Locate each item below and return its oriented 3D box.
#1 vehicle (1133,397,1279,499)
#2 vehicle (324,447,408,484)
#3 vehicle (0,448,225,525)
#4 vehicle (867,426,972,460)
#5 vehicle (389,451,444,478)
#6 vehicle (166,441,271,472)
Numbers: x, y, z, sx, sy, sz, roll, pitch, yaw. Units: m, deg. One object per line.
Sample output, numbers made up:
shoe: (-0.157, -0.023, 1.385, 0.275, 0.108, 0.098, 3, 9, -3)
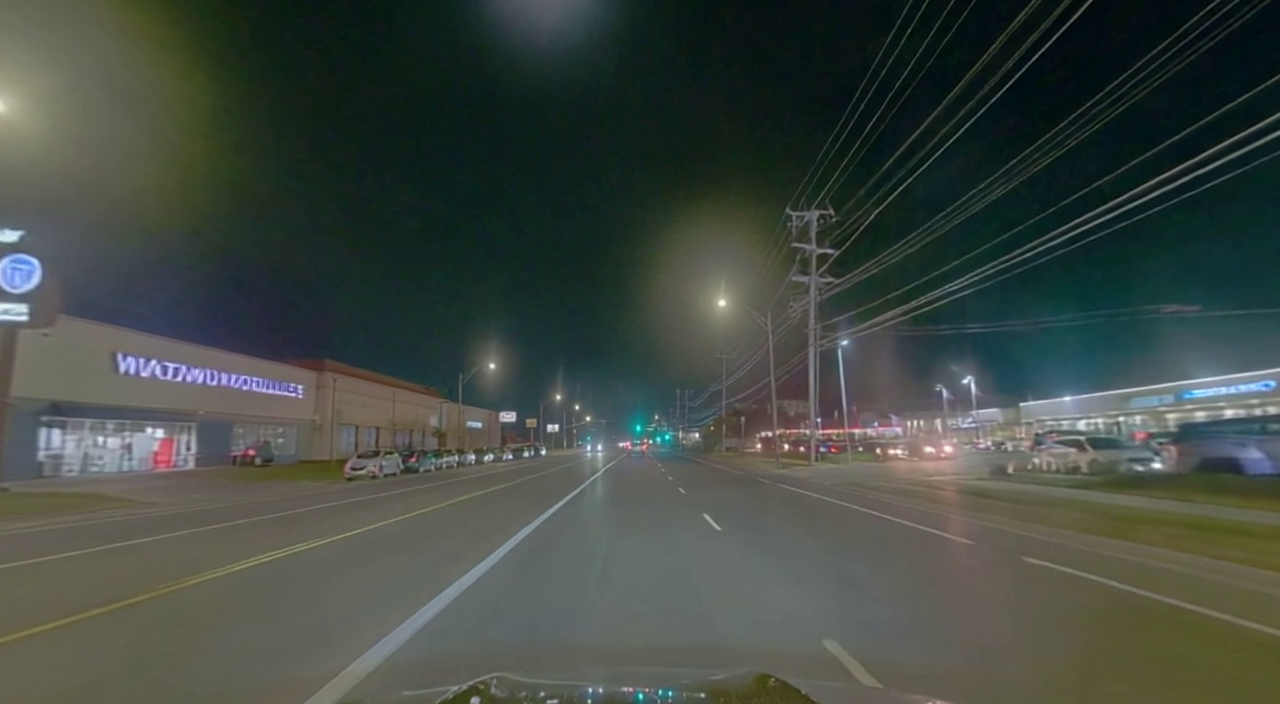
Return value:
vehicle: (13.717, 2.029, 13.484, 4.579, 2.003, 1.942, 0, -8, 2)
vehicle: (-13.844, 5.713, 32.278, 2.014, 1.523, 5.092, -3, -8, 1)
vehicle: (-13.690, 3.434, 16.847, 1.955, 1.549, 5.009, -2, -8, -2)
vehicle: (15.276, 5.020, 34.734, 4.667, 1.775, 2.199, 0, -8, -1)
vehicle: (-13.713, 6.909, 39.076, 1.791, 1.377, 4.807, -2, -8, -2)
vehicle: (-24.022, 5.956, 36.245, 4.527, 1.679, 2.055, 3, -9, -18)
